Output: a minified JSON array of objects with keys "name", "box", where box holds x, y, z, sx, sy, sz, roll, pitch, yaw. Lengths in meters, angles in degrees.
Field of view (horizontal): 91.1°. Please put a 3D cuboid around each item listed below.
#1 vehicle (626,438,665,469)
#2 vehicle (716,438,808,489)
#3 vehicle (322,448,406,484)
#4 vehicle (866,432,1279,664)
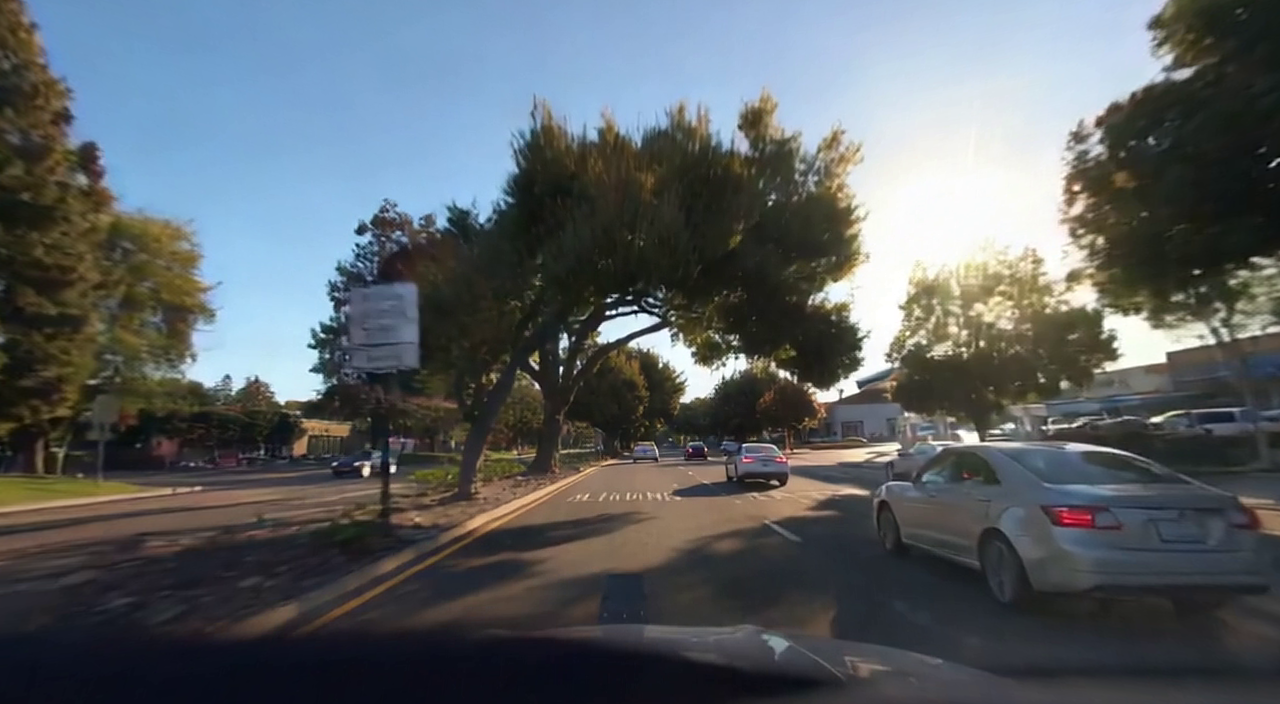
[{"name":"vehicle","box":[0.336,6.032,37.437,2.172,1.694,4.055,0,-8,1]},{"name":"vehicle","box":[3.956,3.690,21.220,2.119,1.509,4.756,0,-8,0]},{"name":"vehicle","box":[-13.150,5.418,30.226,1.937,1.501,4.520,-1,-8,1]},{"name":"vehicle","box":[4.045,1.544,6.203,1.944,1.404,4.597,0,-8,0]}]
